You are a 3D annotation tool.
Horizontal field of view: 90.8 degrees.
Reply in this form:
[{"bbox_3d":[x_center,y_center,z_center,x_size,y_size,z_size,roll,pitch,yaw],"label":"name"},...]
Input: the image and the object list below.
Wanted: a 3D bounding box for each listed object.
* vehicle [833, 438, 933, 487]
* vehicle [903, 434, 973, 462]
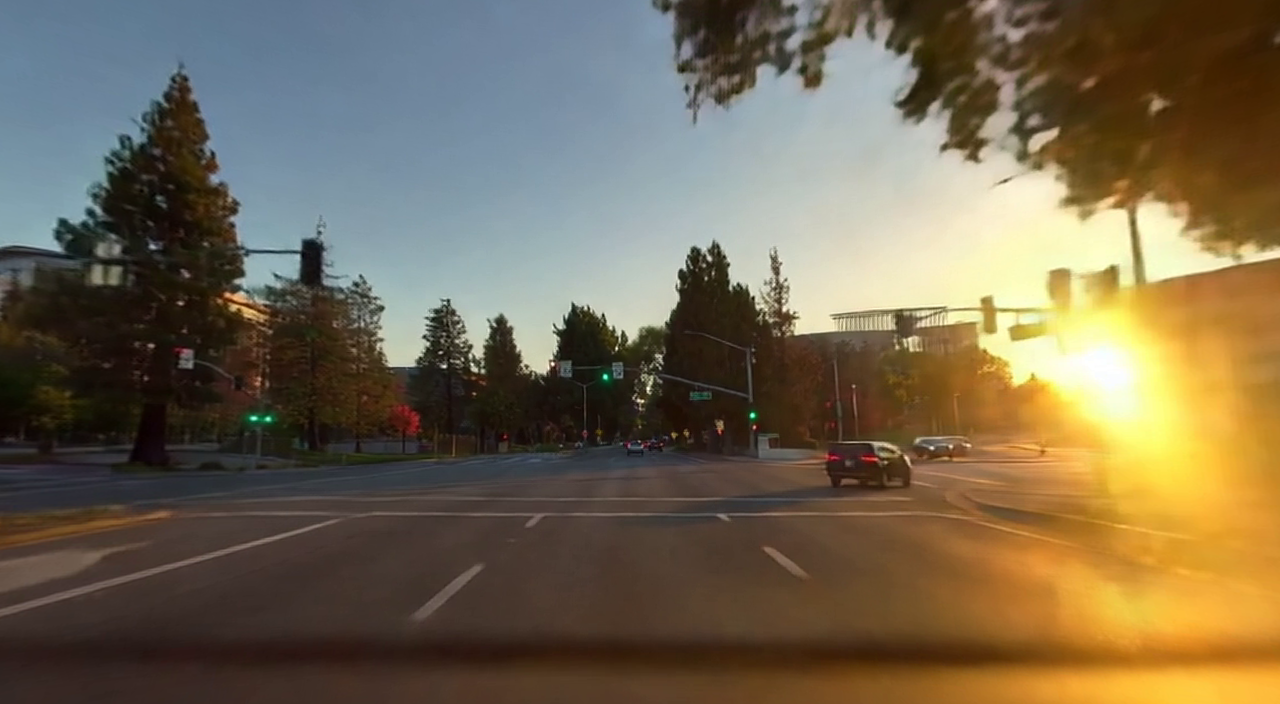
[{"bbox_3d":[8.979,4.033,23.052,2.289,1.503,4.595,-3,-11,36],"label":"vehicle"},{"bbox_3d":[23.353,7.667,49.914,2.802,1.992,6.440,-2,-10,5],"label":"vehicle"}]
